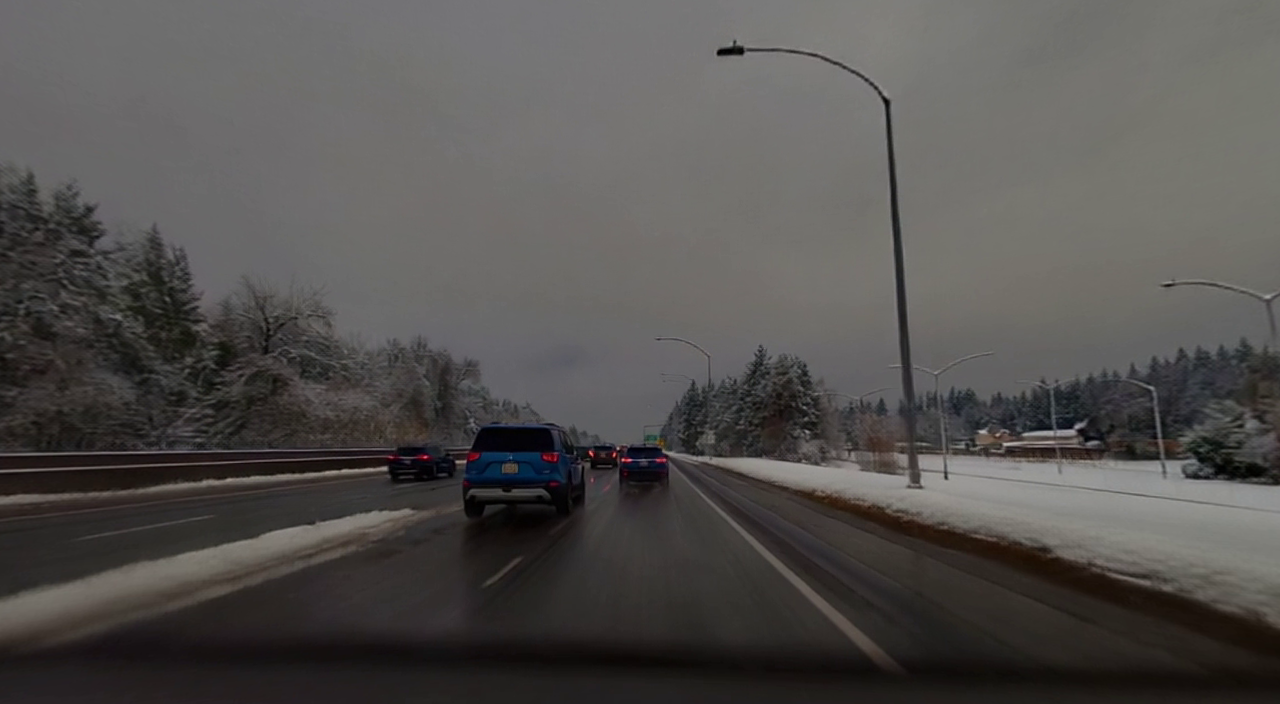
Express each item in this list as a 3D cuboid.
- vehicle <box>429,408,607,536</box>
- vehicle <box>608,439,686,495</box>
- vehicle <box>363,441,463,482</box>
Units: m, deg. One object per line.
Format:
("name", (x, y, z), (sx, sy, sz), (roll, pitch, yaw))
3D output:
("vehicle", (-1.837, 2.011, 11.026), (2.123, 1.798, 4.108), (0, -9, 3))
("vehicle", (0.237, 3.406, 18.953), (2.068, 1.488, 4.045), (0, -9, 2))
("vehicle", (-8.960, 4.356, 25.367), (2.126, 1.480, 4.589), (0, -9, 3))
